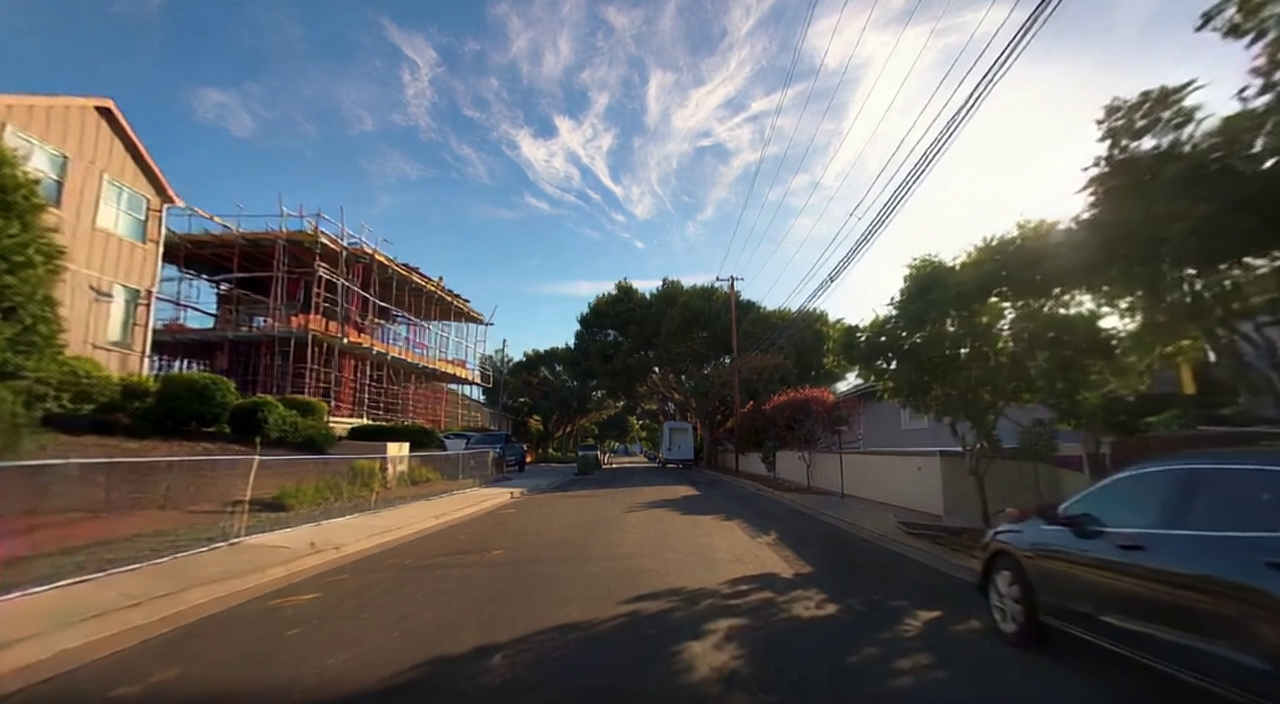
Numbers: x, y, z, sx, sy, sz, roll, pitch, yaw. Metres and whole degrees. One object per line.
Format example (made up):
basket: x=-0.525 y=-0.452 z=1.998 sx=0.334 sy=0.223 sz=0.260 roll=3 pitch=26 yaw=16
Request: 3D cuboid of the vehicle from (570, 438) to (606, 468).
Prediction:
vehicle: x=-3.966 y=7.767 z=48.828 sx=2.171 sy=1.910 sz=4.789 roll=-2 pitch=-4 yaw=3

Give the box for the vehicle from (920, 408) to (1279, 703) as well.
vehicle: x=3.407 y=1.127 z=3.252 sx=1.938 sy=1.557 sz=4.125 roll=0 pitch=-9 yaw=-1

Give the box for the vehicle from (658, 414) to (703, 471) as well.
vehicle: x=3.152 y=7.129 z=49.490 sx=2.915 sy=3.793 sz=9.963 roll=4 pitch=-8 yaw=4

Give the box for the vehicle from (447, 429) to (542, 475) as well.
vehicle: x=-6.467 y=4.562 z=28.913 sx=2.238 sy=1.895 sz=5.648 roll=-2 pitch=-9 yaw=9
